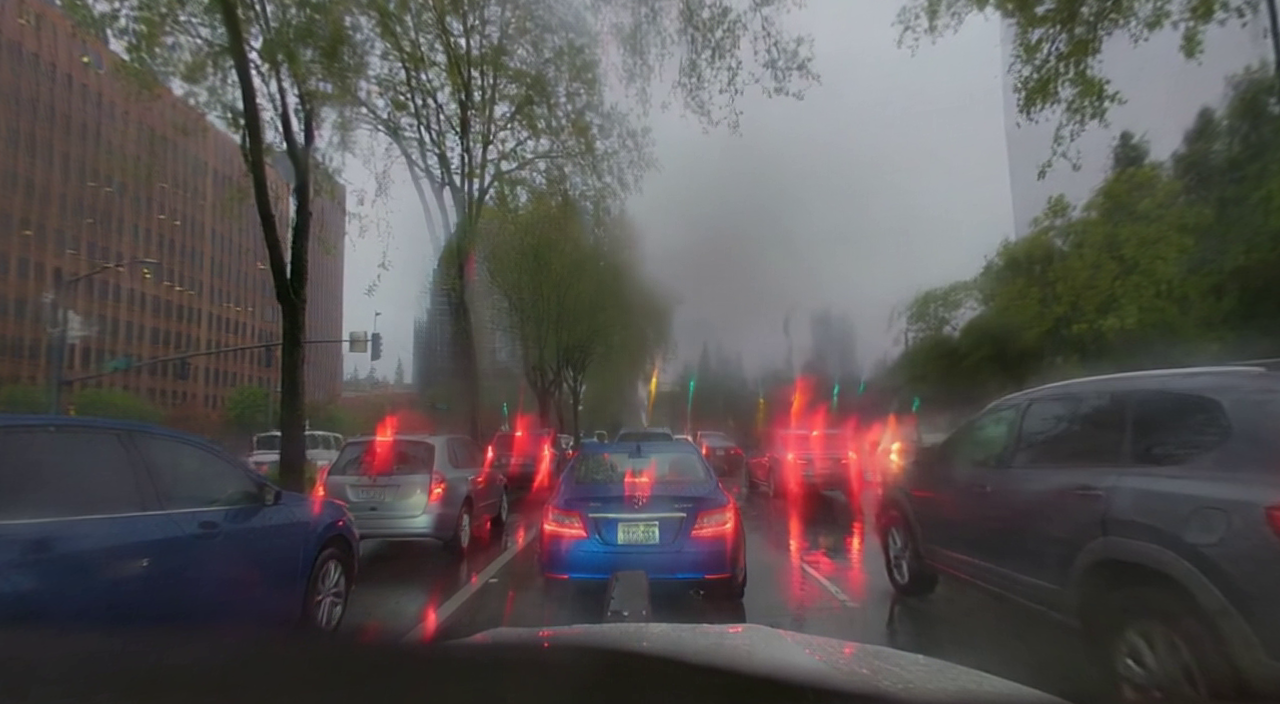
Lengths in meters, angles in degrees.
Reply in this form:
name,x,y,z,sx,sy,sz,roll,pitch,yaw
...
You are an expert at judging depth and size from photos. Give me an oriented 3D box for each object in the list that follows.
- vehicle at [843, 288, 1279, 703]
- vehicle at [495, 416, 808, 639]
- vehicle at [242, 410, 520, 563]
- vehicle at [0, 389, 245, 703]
name,x,y,z,sx,sy,sz,roll,pitch,yaw
vehicle,3.049,0.974,3.842,2.108,1.785,4.334,0,-9,-1
vehicle,0.074,1.507,6.391,2.147,1.507,3.953,0,-8,0
vehicle,-3.381,1.870,9.494,2.168,1.719,4.561,-1,-9,1
vehicle,-3.397,0.745,1.234,2.144,1.505,4.635,-1,-9,2
